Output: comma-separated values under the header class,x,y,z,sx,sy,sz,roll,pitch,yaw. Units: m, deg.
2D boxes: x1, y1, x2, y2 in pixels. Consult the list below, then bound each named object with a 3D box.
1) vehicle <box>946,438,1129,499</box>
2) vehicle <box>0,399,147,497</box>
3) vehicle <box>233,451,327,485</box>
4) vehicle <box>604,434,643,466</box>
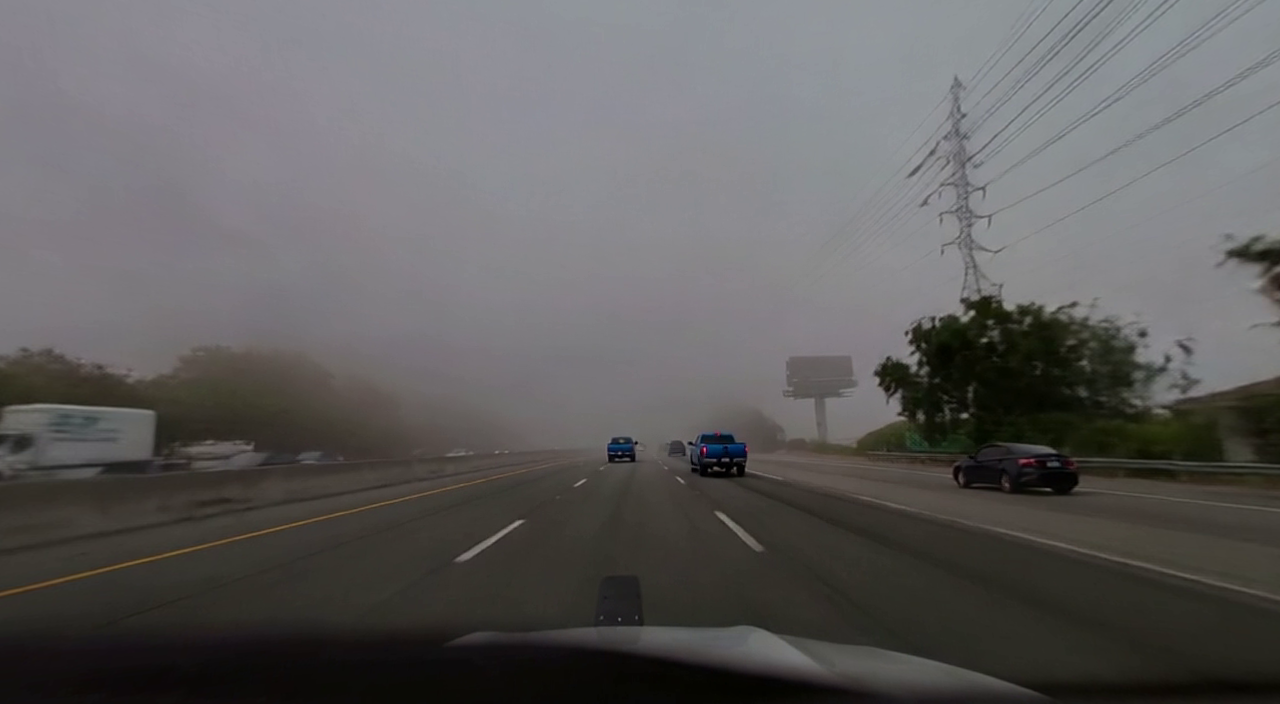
class,x,y,z,sx,sy,sz,roll,pitch,yaw
vehicle,10.787,3.171,17.619,2.076,1.470,4.644,0,-8,0
vehicle,-28.549,4.510,29.616,3.234,4.093,8.846,0,-9,1
vehicle,-17.180,5.519,30.288,1.894,1.466,4.429,0,-8,0
vehicle,-1.027,6.724,43.280,2.508,2.023,6.176,0,-8,0
